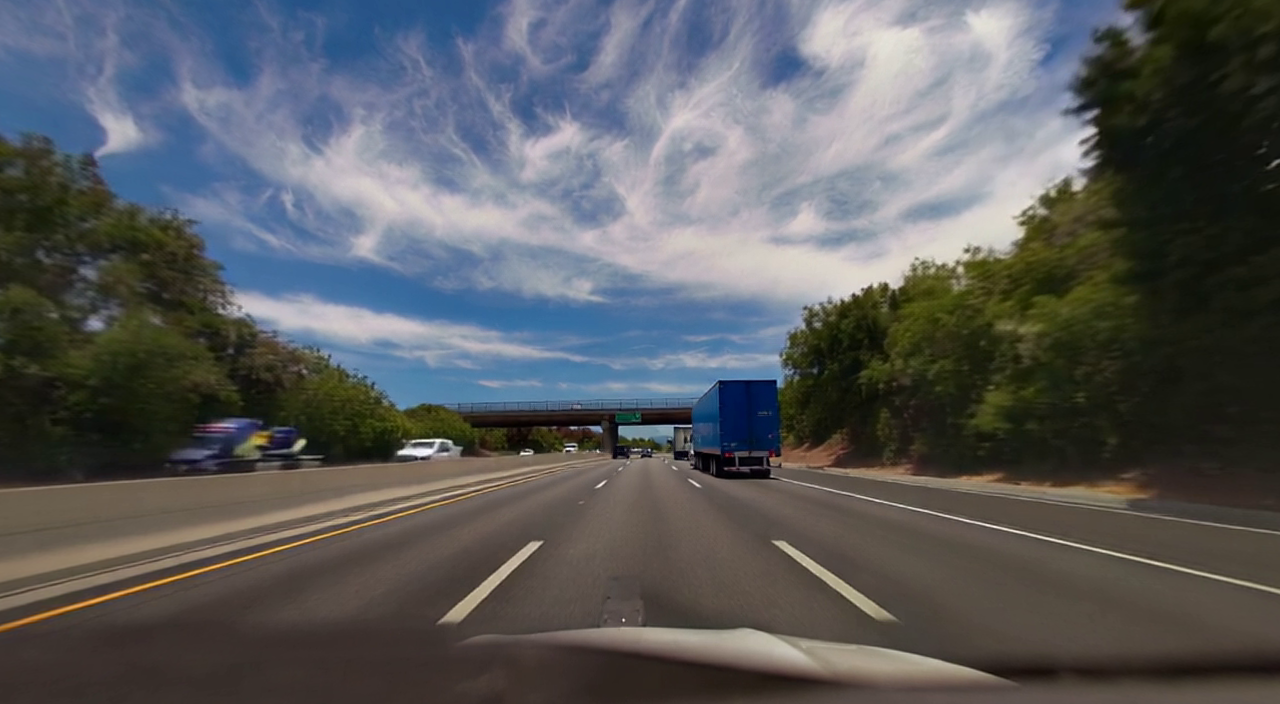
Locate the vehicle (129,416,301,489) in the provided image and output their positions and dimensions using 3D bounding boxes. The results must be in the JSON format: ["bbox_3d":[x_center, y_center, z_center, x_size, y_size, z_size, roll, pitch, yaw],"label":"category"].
[{"bbox_3d":[-17.409,4.209,26.504,2.270,2.631,6.924,0,-9,1],"label":"vehicle"}]

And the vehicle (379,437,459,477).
[{"bbox_3d":[-10.625,5.104,30.775,2.074,1.806,4.842,0,-9,1],"label":"vehicle"}]

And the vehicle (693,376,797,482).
[{"bbox_3d":[4.596,4.036,31.287,2.825,4.054,14.210,0,-9,0],"label":"vehicle"}]
